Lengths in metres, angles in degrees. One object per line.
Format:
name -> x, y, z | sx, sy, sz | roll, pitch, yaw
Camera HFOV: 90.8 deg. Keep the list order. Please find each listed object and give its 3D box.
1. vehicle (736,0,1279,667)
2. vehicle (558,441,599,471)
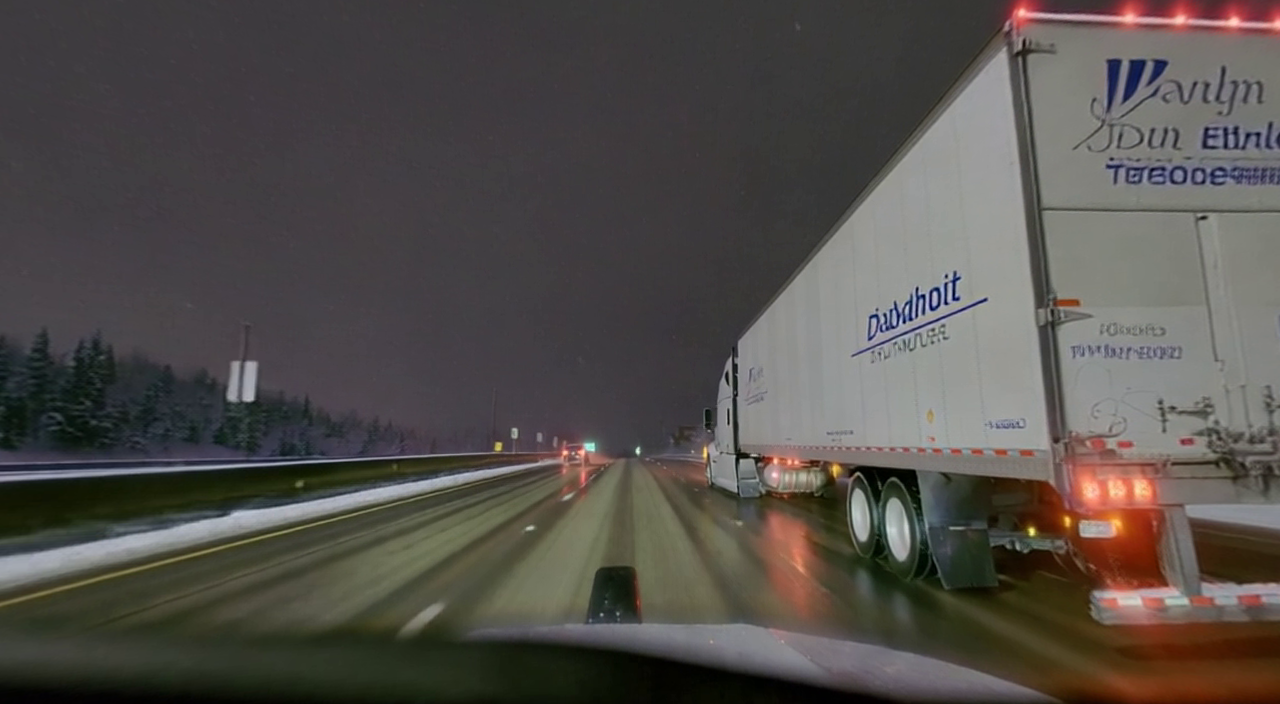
vehicle -> 3.944, 0.622, 10.106 | 2.962, 4.132, 12.720 | 0, -8, 1
vehicle -> -3.574, 6.119, 37.372 | 2.030, 1.657, 3.926 | 0, -8, 0
